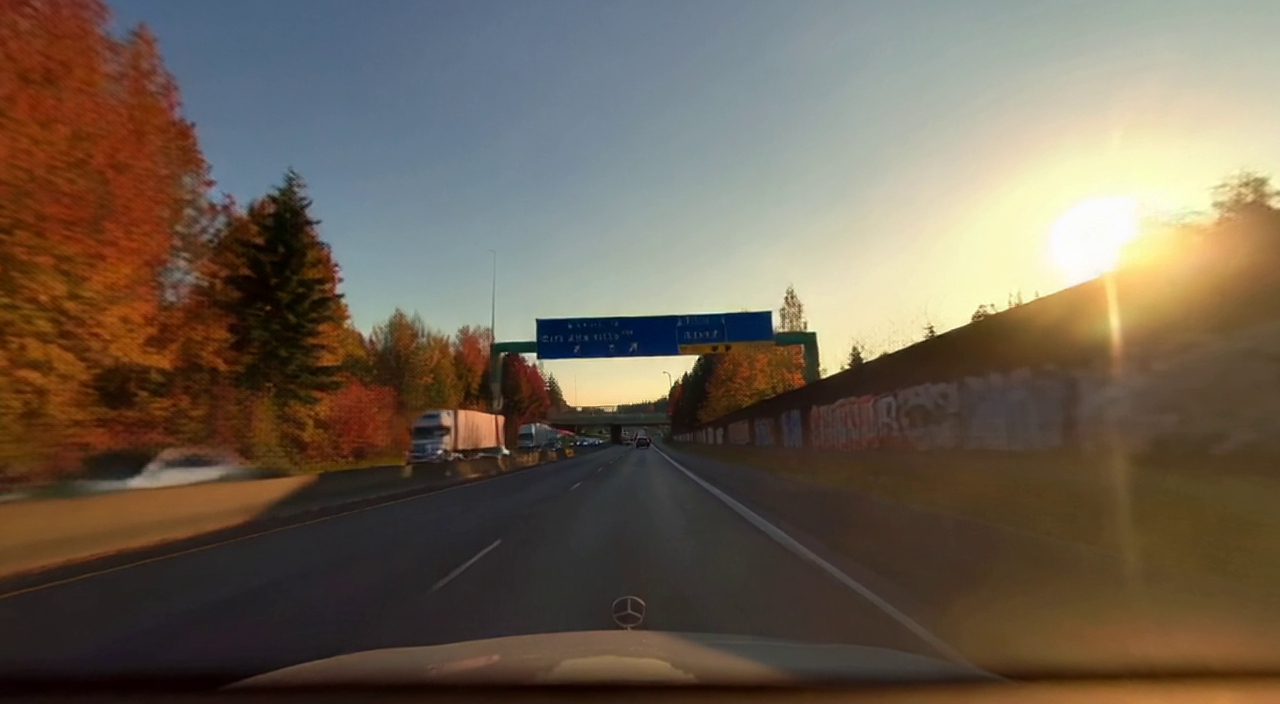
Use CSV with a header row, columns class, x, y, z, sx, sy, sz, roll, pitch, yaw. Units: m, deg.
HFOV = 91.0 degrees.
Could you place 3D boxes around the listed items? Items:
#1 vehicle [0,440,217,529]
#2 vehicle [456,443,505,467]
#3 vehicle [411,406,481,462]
class,x,y,z,sx,sy,sz,roll,pitch,yaw
vehicle,-10.834,2.530,12.689,1.816,1.494,3.931,0,-8,0
vehicle,-10.400,6.741,41.364,1.897,1.452,4.508,0,-8,1
vehicle,-14.986,6.454,49.290,3.079,4.002,7.219,0,-8,0
